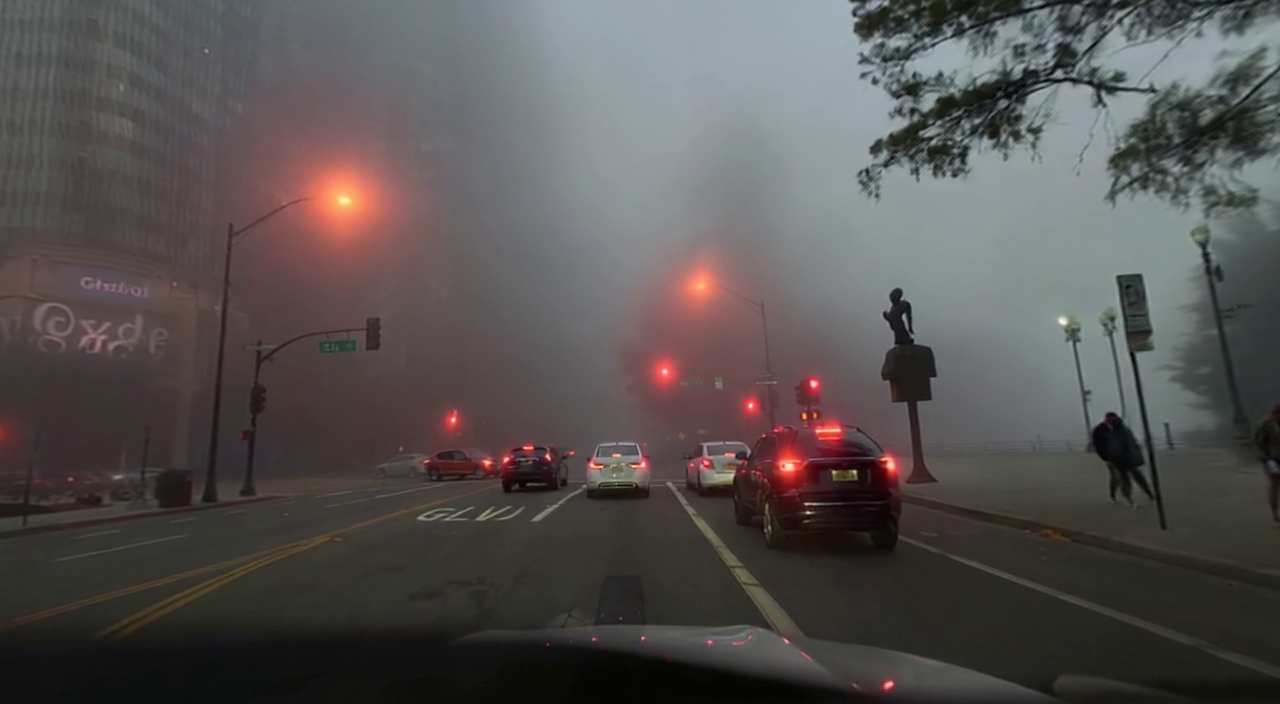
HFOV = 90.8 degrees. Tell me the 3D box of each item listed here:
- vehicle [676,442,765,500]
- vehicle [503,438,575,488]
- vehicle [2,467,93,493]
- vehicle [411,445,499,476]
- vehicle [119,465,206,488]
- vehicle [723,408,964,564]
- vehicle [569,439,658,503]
[{"bbox_3d":[2.193,3.361,18.308,1.943,1.449,4.202,0,-9,-1],"label":"vehicle"},{"bbox_3d":[-3.602,4.052,23.406,2.045,1.633,4.864,0,-9,-2],"label":"vehicle"},{"bbox_3d":[-40.221,8.705,42.928,4.224,1.622,1.808,0,-9,-2],"label":"vehicle"},{"bbox_3d":[-11.176,6.518,38.209,4.855,1.769,2.071,3,-9,-21],"label":"vehicle"},{"bbox_3d":[-32.370,8.439,42.892,4.392,1.427,1.764,0,-9,-1],"label":"vehicle"},{"bbox_3d":[2.623,1.867,9.513,2.096,1.775,4.440,0,-9,-1],"label":"vehicle"},{"bbox_3d":[-0.643,3.102,16.951,2.096,1.492,4.071,0,-9,-1],"label":"vehicle"}]
